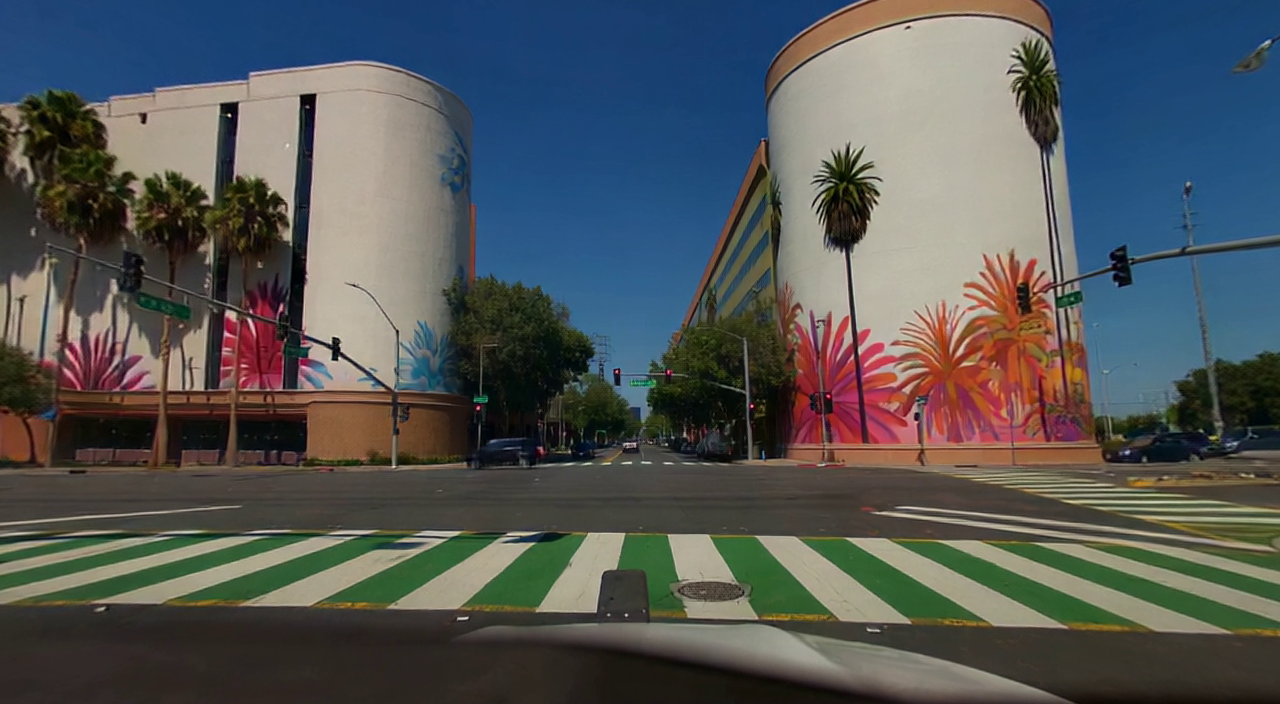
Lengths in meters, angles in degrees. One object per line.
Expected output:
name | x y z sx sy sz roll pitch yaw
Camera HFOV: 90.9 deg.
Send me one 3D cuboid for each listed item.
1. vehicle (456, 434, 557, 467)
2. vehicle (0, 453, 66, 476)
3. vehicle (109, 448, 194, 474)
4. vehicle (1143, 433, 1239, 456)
vehicle | -7.853 5.830 37.466 5.477 1.880 2.125 0 -8 1
vehicle | -41.679 7.602 42.763 3.698 1.508 1.779 0 -8 1
vehicle | -33.084 7.396 42.750 4.136 1.661 1.857 0 -8 1
vehicle | 36.023 6.040 41.283 4.606 1.449 1.687 0 -8 2
